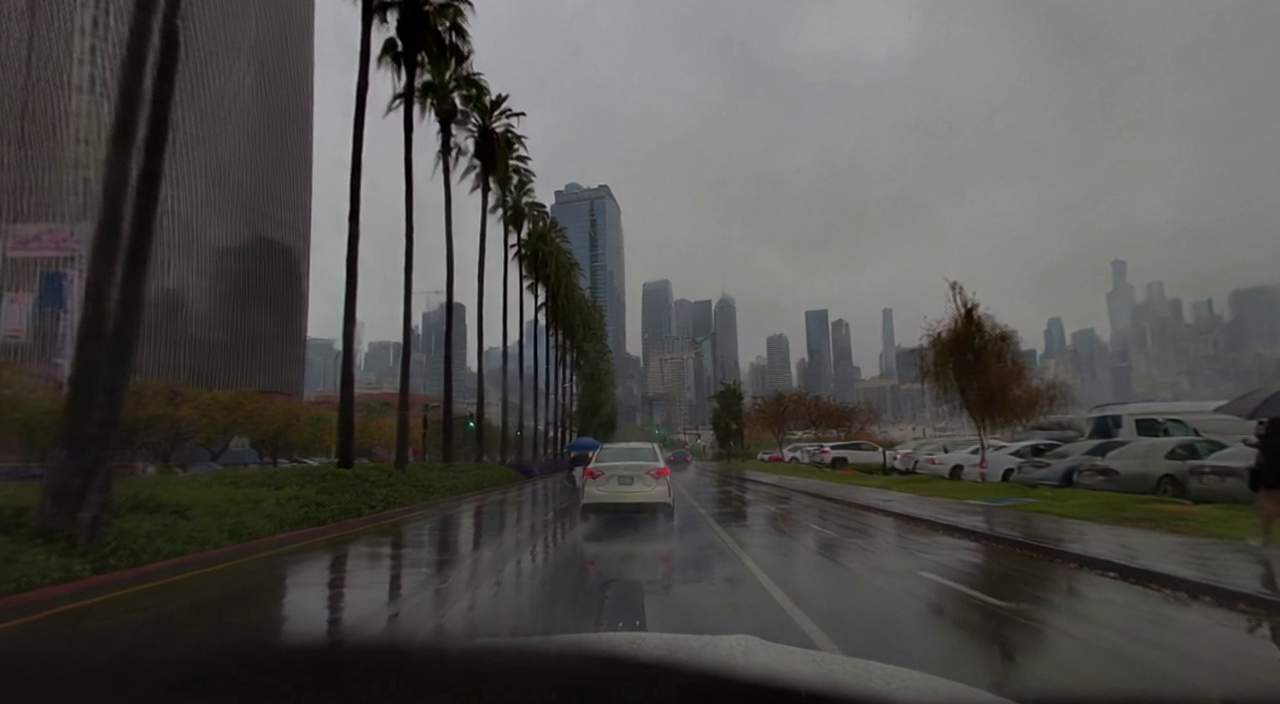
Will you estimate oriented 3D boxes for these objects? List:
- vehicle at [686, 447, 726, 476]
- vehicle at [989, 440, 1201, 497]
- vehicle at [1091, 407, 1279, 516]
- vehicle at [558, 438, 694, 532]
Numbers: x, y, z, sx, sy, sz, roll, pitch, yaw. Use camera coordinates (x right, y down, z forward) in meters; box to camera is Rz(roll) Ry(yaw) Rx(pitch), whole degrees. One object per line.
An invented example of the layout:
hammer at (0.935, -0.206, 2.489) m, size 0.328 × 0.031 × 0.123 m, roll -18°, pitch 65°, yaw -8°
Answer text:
vehicle at (4.303, 7.172, 41.693) m, size 2.136 × 1.774 × 4.778 m, roll 0°, pitch -9°, yaw 0°
vehicle at (12.835, 3.287, 17.996) m, size 4.363 × 1.488 × 2.248 m, roll 1°, pitch -9°, yaw -4°
vehicle at (12.919, 2.144, 12.904) m, size 5.301 × 1.962 × 2.431 m, roll -3°, pitch -8°, yaw 4°
vehicle at (-0.222, 2.495, 12.390) m, size 2.235 × 1.528 × 3.876 m, roll 0°, pitch -9°, yaw 0°
